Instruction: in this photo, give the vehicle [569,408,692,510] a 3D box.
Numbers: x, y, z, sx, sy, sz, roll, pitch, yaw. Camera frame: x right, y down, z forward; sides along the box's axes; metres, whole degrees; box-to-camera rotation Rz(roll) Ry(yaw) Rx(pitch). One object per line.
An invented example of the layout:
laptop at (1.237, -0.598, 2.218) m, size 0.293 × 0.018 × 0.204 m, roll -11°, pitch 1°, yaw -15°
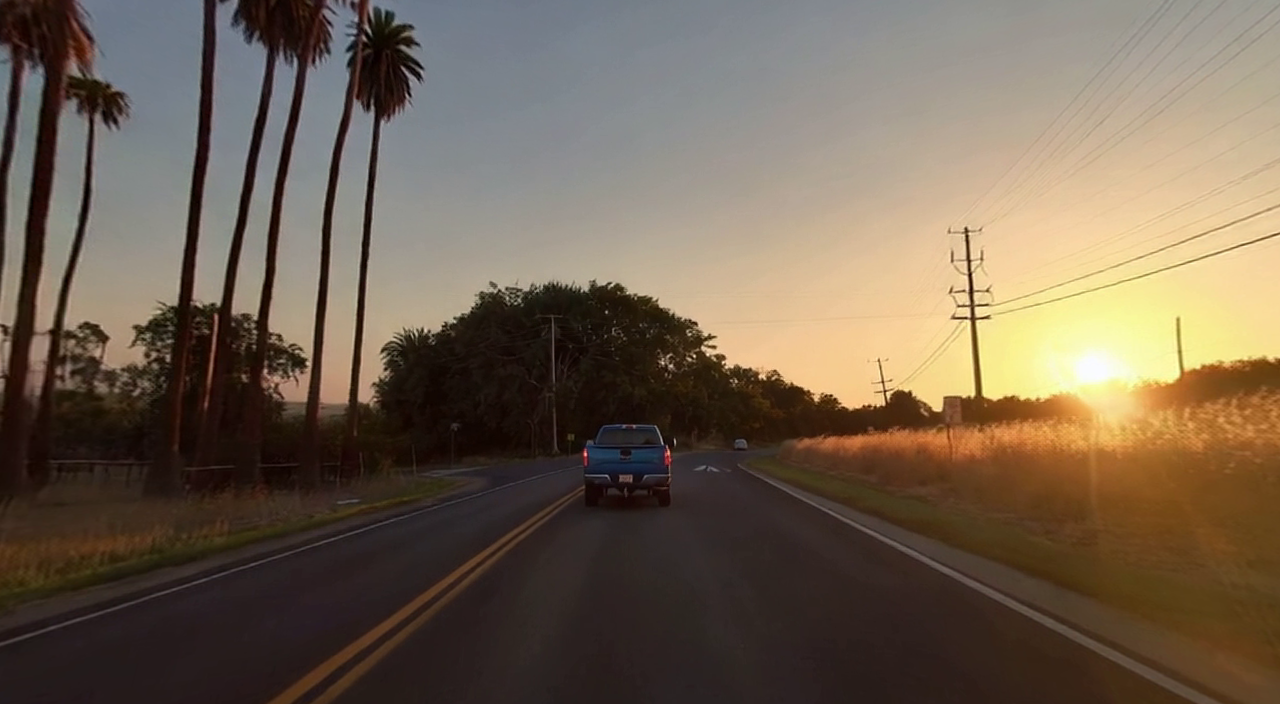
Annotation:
vehicle at (-0.257, 2.784, 16.895) m, size 2.693 × 2.223 × 5.885 m, roll 0°, pitch -8°, yaw -1°
